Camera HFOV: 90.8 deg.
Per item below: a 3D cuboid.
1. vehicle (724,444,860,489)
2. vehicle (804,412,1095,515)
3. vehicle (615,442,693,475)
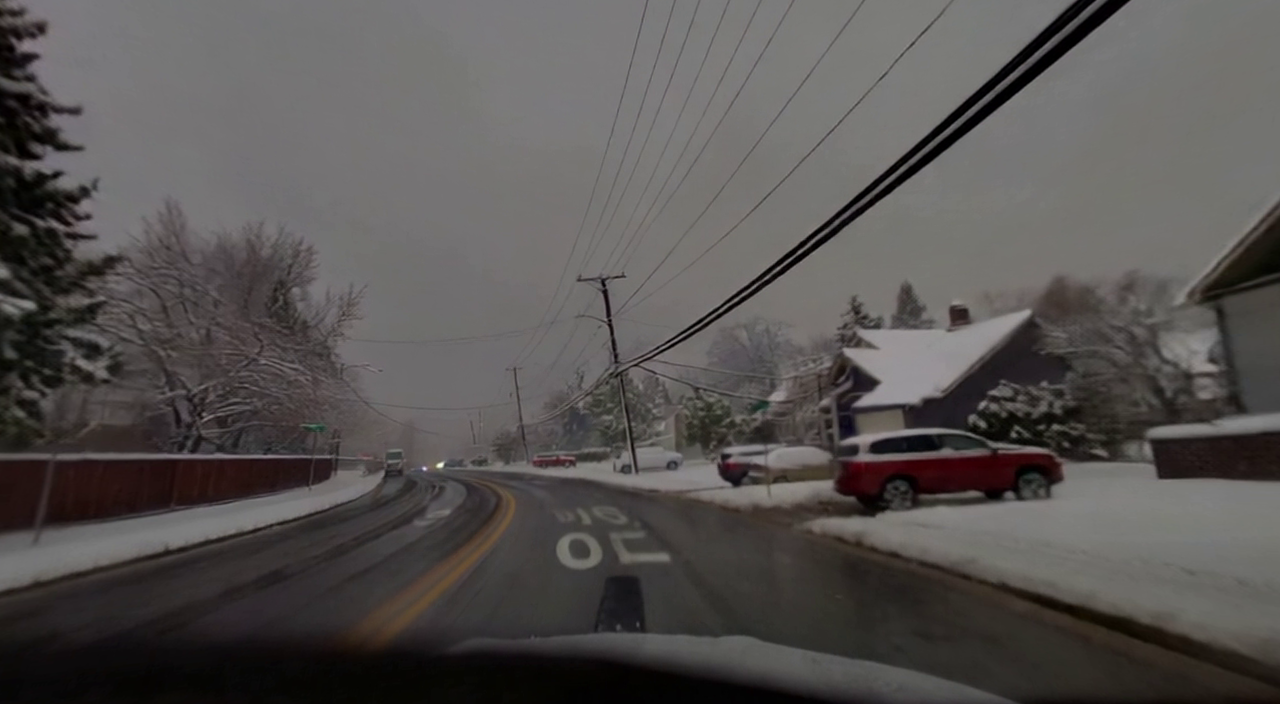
[{"bbox_3d":[5.506,4.135,23.154,4.382,1.531,1.925,2,-8,-11],"label":"vehicle"},{"bbox_3d":[6.616,2.442,13.909,5.229,1.790,2.153,-2,-11,-7],"label":"vehicle"},{"bbox_3d":[0.869,6.535,39.023,4.337,1.768,1.962,0,-8,-19],"label":"vehicle"}]
